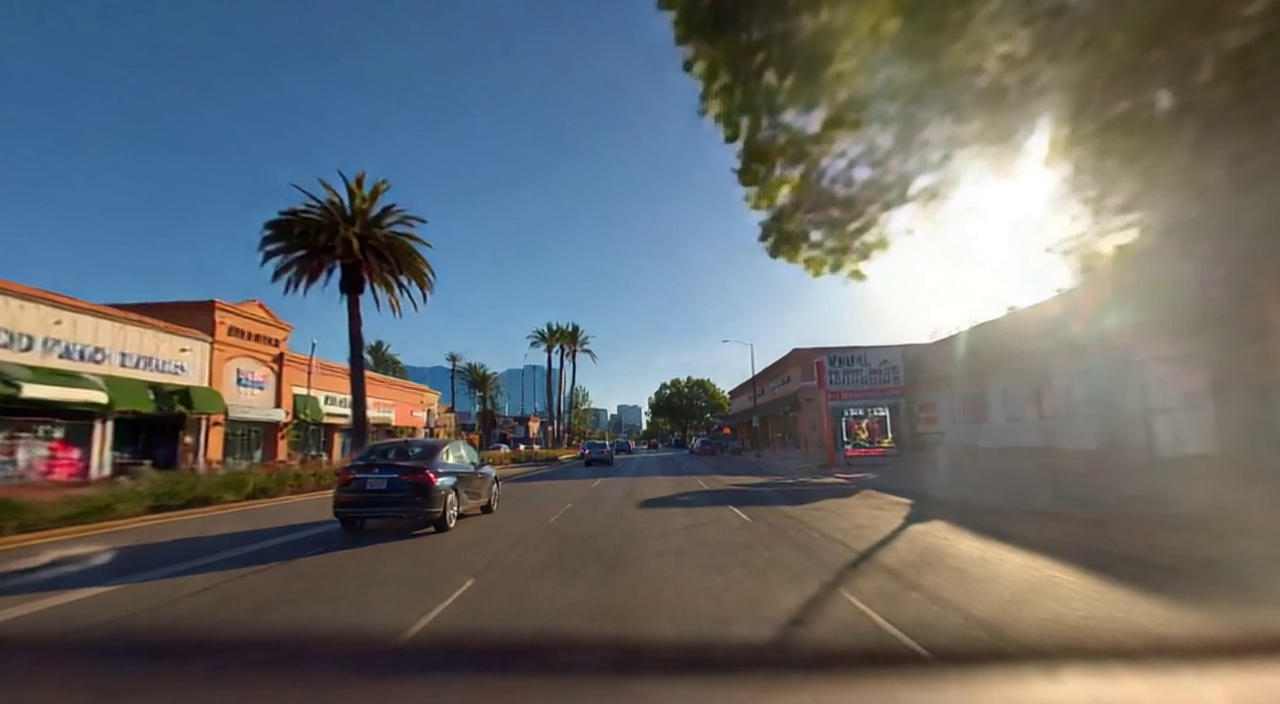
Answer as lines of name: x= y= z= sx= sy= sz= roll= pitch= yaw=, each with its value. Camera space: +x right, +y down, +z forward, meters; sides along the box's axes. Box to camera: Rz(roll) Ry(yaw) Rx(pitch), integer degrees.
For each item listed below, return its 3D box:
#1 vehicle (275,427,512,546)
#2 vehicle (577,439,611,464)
vehicle: x=-3.653 y=2.072 z=10.422 sx=2.032 sy=1.511 sz=4.424 roll=-1 pitch=-8 yaw=2
vehicle: x=-3.201 y=7.015 z=44.525 sx=2.024 sy=1.636 sz=4.121 roll=0 pitch=-8 yaw=1
